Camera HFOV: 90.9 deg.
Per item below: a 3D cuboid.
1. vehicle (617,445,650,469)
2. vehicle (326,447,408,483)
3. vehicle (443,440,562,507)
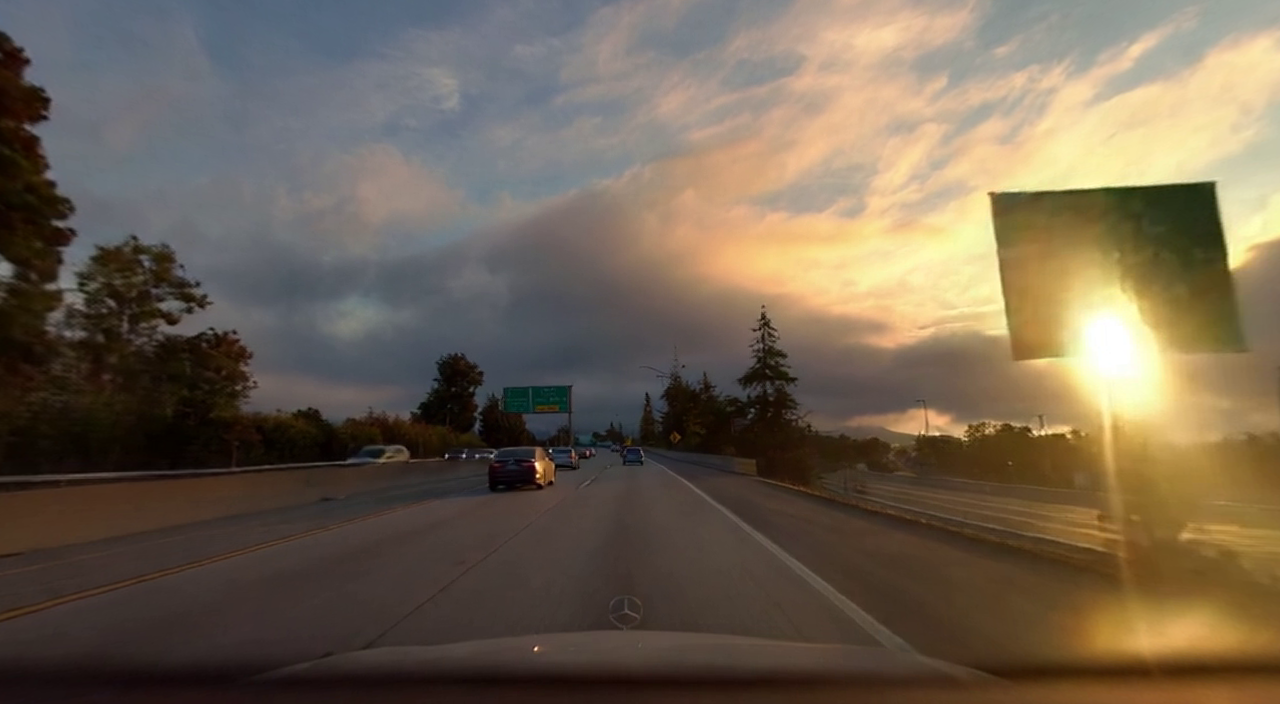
[{"bbox_3d":[-0.433,7.033,42.574,2.100,1.471,3.956,0,-8,-1],"label":"vehicle"},{"bbox_3d":[-13.862,5.732,32.396,2.150,1.649,4.582,0,-8,0],"label":"vehicle"},{"bbox_3d":[-3.430,3.109,16.722,2.067,1.509,4.551,0,-8,1],"label":"vehicle"}]
